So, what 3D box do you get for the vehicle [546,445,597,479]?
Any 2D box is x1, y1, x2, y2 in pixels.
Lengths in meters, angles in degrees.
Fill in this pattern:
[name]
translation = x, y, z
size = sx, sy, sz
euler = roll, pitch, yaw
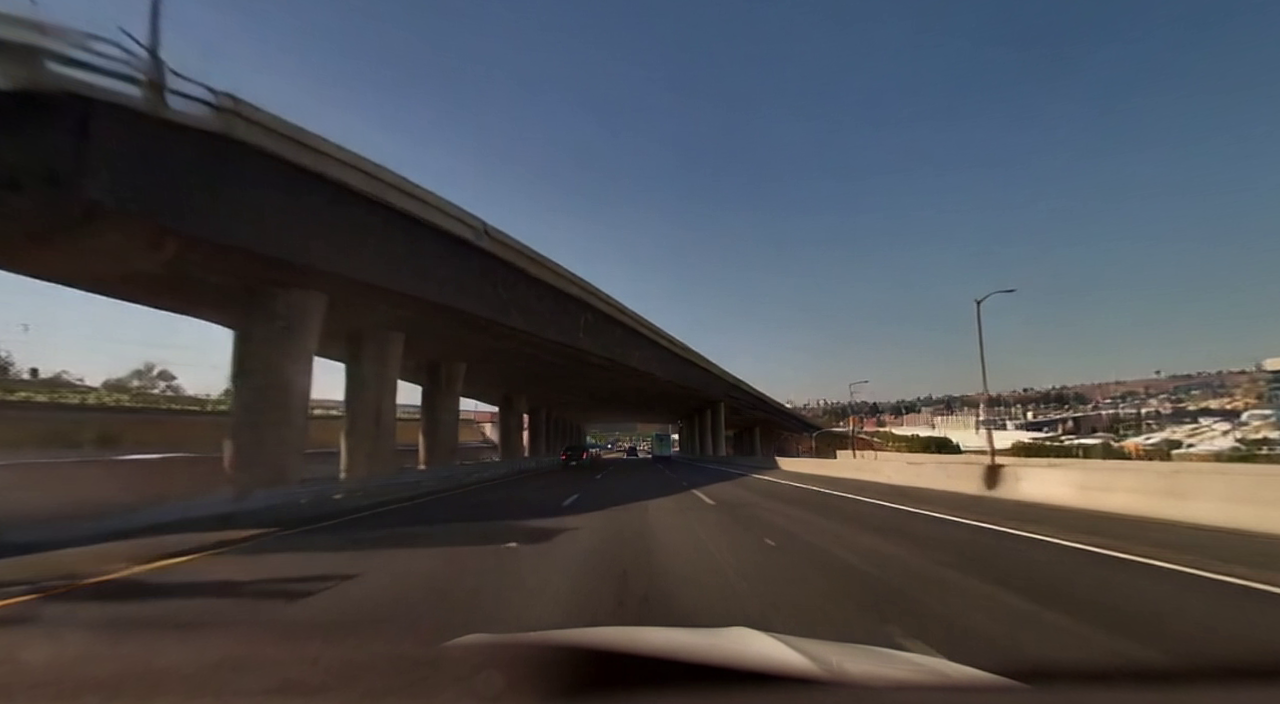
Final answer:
[vehicle]
translation = -3.332, 5.458, 31.481
size = 2.100, 1.525, 4.179
euler = 0, -9, 0
